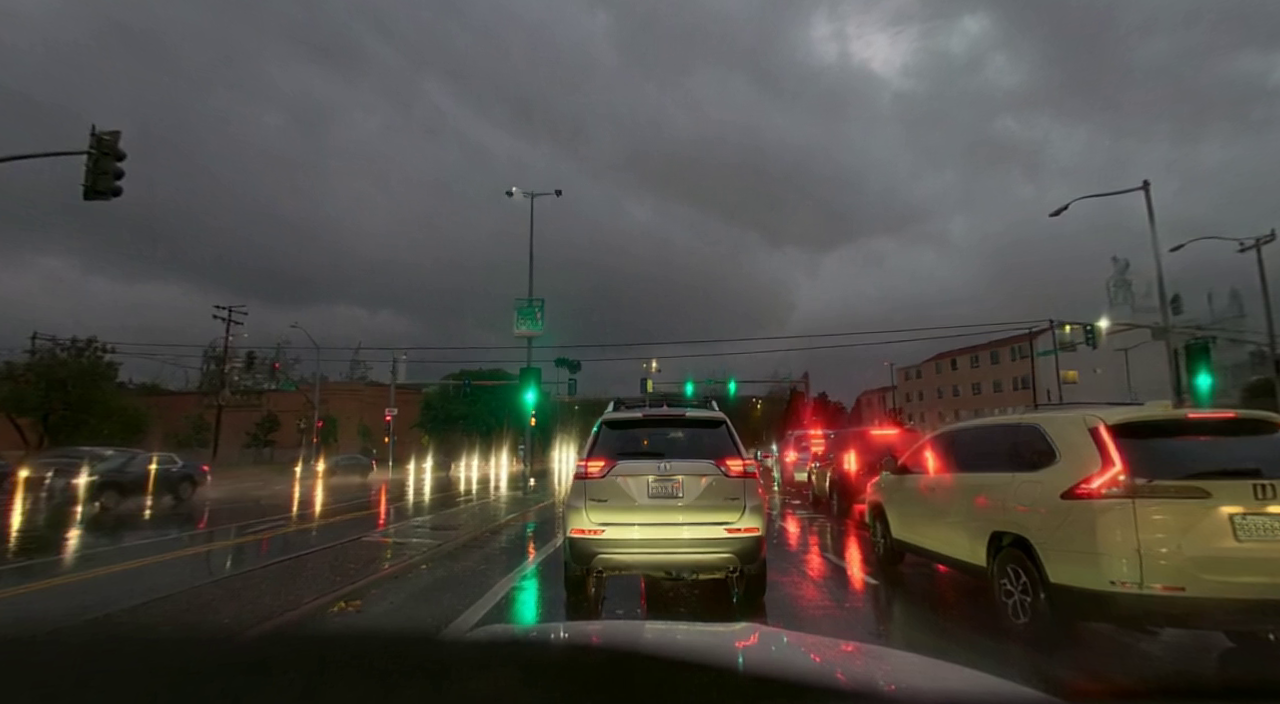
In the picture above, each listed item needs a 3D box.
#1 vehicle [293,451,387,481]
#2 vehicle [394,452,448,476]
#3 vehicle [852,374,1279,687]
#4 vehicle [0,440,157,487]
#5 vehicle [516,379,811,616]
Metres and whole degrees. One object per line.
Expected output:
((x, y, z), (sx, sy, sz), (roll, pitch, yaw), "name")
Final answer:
((-19.899, 7.551, 42.134), (2.044, 1.849, 5.156), (-8, -12, 42), "vehicle")
((-16.843, 8.597, 48.810), (2.089, 1.739, 4.744), (-1, -9, 6), "vehicle")
((3.592, 1.290, 5.661), (2.018, 1.701, 4.288), (0, -9, 2), "vehicle")
((-24.585, 4.835, 27.552), (5.062, 1.946, 2.243), (0, -9, -1), "vehicle")
((0.223, 1.463, 7.218), (2.292, 1.840, 4.394), (0, -9, 1), "vehicle")
